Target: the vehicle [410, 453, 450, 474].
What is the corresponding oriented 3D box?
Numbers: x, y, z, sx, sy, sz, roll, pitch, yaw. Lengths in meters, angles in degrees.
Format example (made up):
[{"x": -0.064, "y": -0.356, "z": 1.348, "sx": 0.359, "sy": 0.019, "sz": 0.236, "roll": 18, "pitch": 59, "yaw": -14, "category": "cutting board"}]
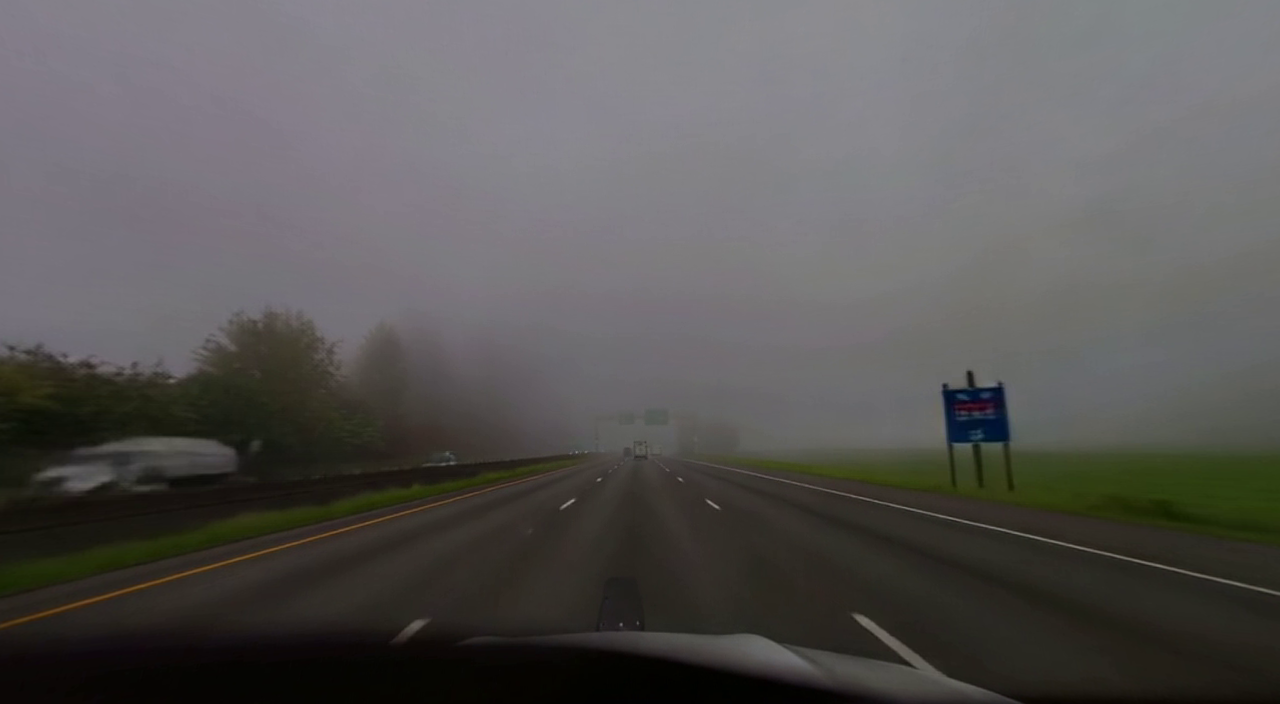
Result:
[{"x": -15.590, "y": 8.283, "z": 46.999, "sx": 1.635, "sy": 1.402, "sz": 3.991, "roll": 0, "pitch": -9, "yaw": 0, "category": "vehicle"}]
